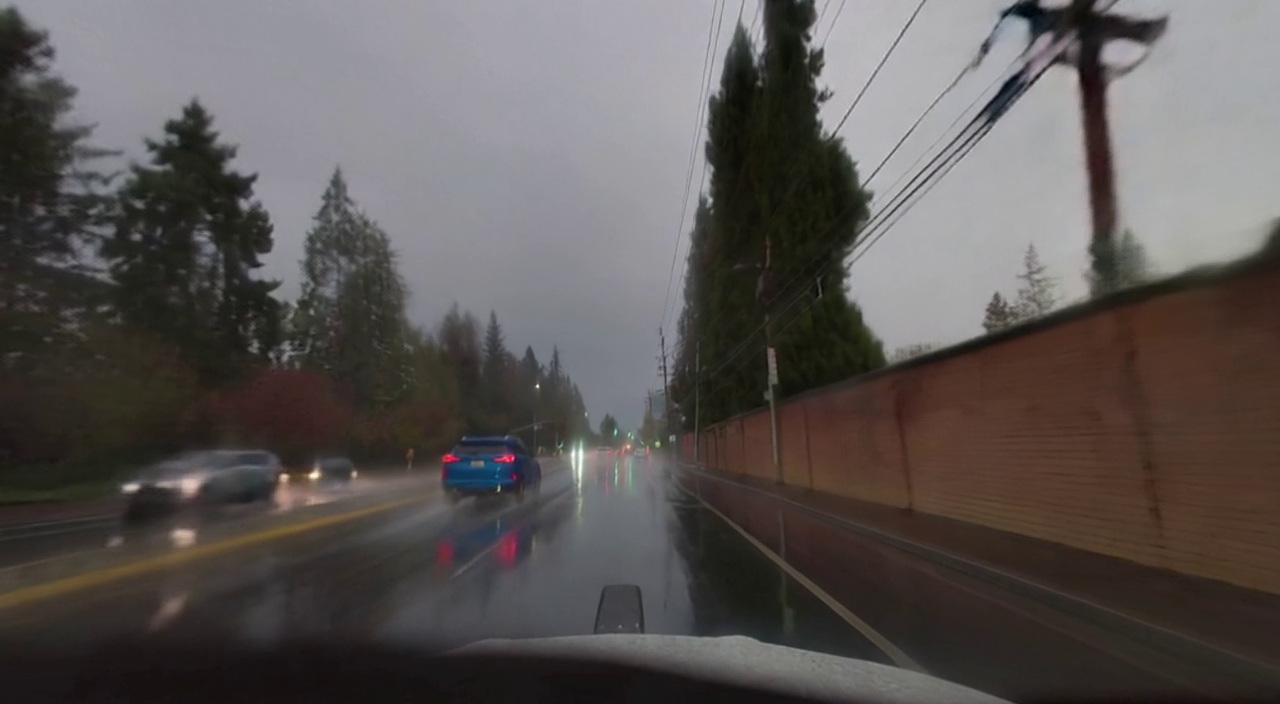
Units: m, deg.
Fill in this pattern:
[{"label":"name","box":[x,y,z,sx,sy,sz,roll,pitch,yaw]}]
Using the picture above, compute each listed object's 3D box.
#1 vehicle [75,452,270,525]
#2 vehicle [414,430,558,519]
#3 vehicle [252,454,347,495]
[{"label":"vehicle","box":[-12.160,3.512,16.838,1.894,1.634,4.292,0,-9,0]},{"label":"vehicle","box":[-3.338,2.753,14.729,2.147,1.730,4.555,0,-8,1]},{"label":"vehicle","box":[-16.582,5.969,31.003,2.029,1.780,4.784,1,-9,-1]}]
